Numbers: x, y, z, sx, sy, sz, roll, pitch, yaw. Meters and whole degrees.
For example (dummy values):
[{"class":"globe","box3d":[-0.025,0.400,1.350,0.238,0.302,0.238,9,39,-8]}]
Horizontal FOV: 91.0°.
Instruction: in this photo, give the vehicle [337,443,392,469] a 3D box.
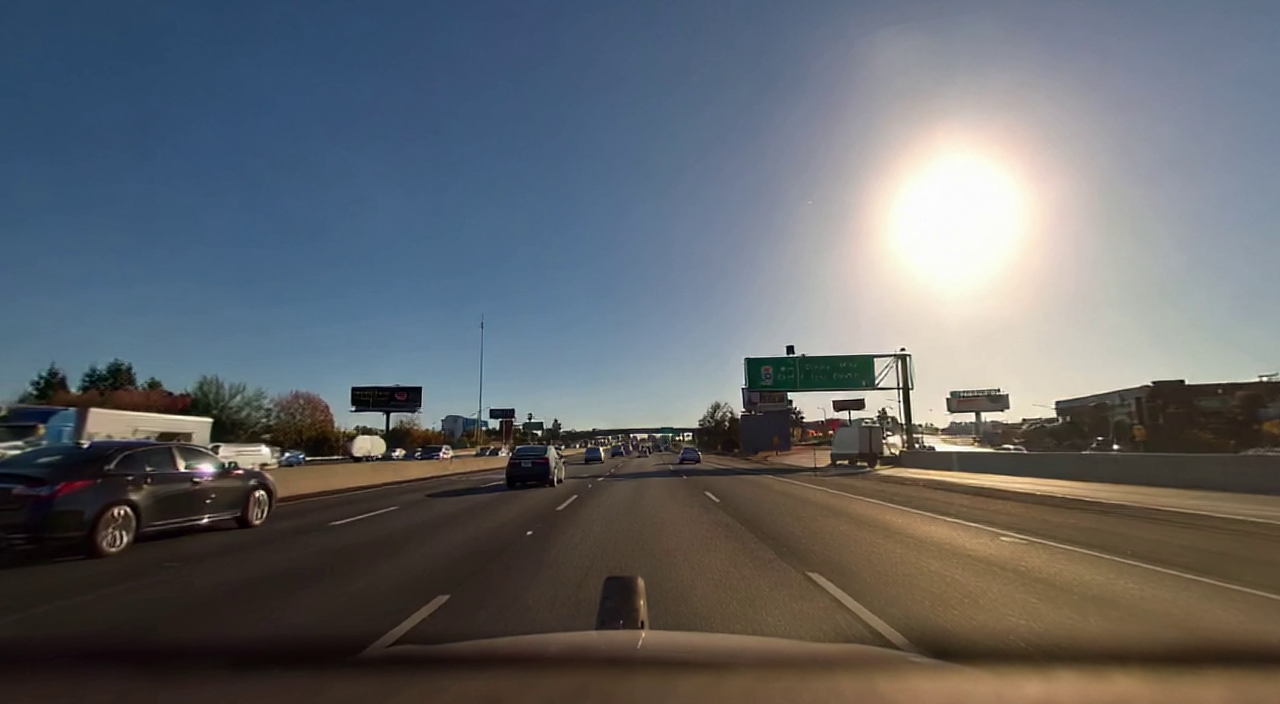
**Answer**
[{"class":"vehicle","box3d":[-19.804,7.487,45.480,1.942,1.727,4.424,0,-9,1]}]

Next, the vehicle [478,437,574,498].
[{"class":"vehicle","box3d":[-3.218,3.366,18.667,2.001,1.577,4.055,0,-9,1]}]

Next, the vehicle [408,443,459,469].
[{"class":"vehicle","box3d":[-14.991,7.560,46.055,1.964,1.774,5.052,0,-9,0]}]

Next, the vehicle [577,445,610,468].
[{"class":"vehicle","box3d":[-3.244,7.359,44.484,1.960,1.494,4.123,0,-9,1]}]

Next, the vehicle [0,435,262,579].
[{"class":"vehicle","box3d":[-7.270,1.942,8.624,1.865,1.518,3.620,0,-9,0]}]
